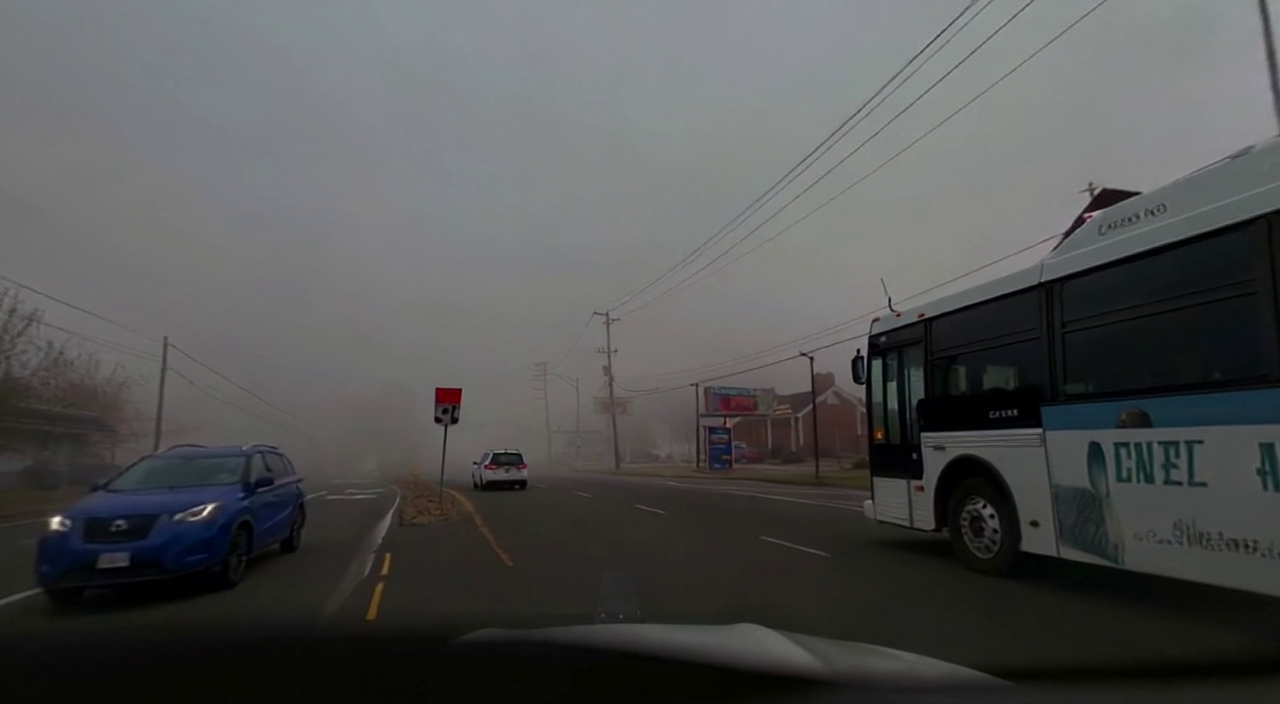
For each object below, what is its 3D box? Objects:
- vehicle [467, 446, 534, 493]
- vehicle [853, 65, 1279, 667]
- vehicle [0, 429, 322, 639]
[{"bbox_3d":[-5.552,4.550,24.777,2.032,1.621,4.082,2,-9,-20],"label":"vehicle"},{"bbox_3d":[5.187,-0.050,2.878,3.028,3.353,12.630,0,-9,-5],"label":"vehicle"},{"bbox_3d":[-5.164,1.765,7.173,2.060,1.624,4.179,2,-9,-18],"label":"vehicle"}]
